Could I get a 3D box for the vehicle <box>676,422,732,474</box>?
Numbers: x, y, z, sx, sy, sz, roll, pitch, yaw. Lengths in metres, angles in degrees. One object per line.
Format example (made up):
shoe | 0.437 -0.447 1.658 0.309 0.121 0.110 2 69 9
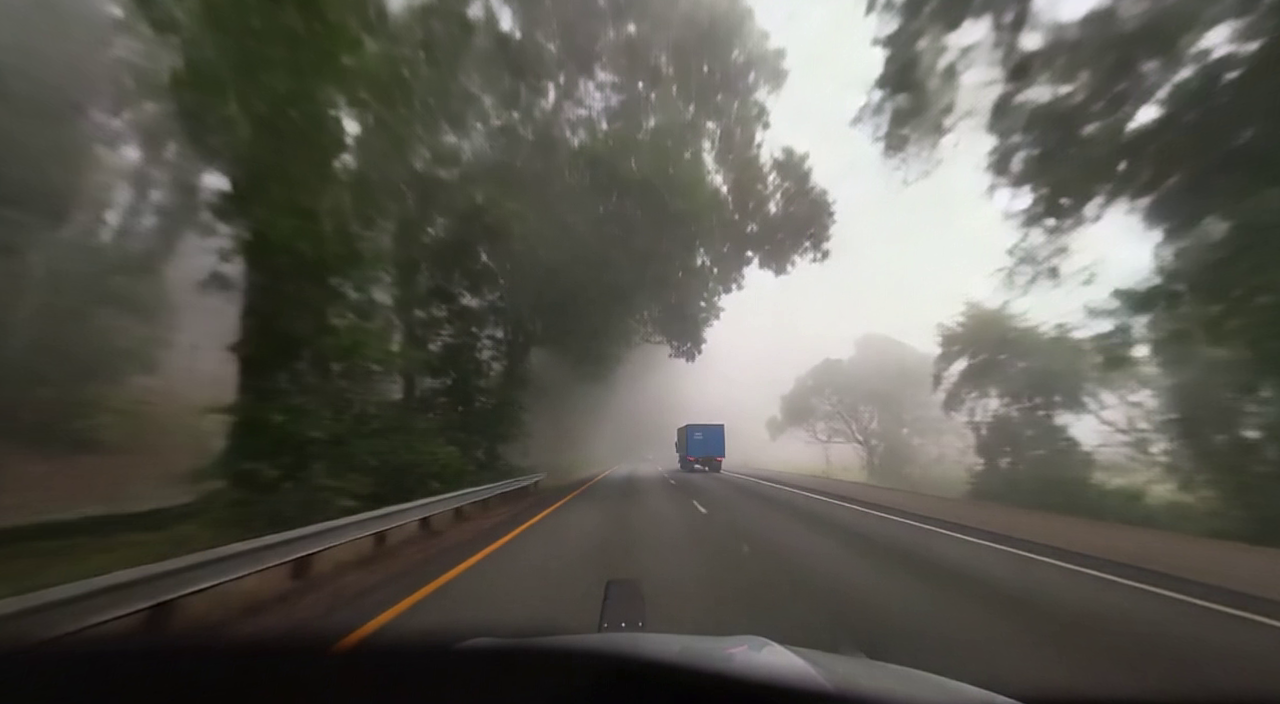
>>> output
vehicle | 3.631 5.724 37.361 2.572 2.795 5.978 0 -9 -1
